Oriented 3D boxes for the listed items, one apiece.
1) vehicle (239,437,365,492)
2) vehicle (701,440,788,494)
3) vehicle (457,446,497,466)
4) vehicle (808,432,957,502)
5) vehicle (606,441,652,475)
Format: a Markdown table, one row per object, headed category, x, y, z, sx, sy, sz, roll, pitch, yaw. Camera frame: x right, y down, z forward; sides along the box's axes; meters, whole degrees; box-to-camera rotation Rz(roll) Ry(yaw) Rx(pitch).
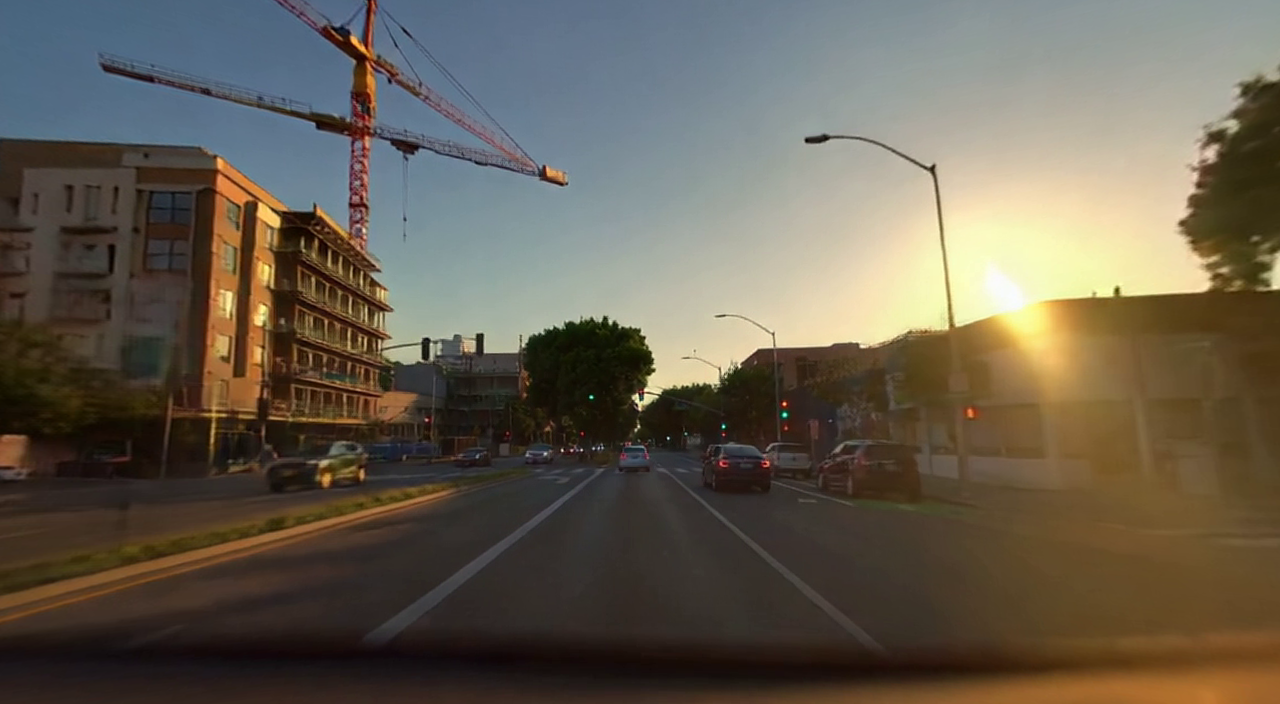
| category | x | y | z | sx | sy | sz | roll | pitch | yaw |
| --- | --- | --- | --- | --- | --- | --- | --- | --- | --- |
| vehicle | -11.912 | 3.980 | 22.732 | 1.975 | 1.714 | 4.638 | 0 | -8 | 0 |
| vehicle | 3.082 | 3.469 | 19.478 | 1.910 | 1.474 | 4.003 | 0 | -8 | -2 |
| vehicle | -12.715 | 8.103 | 49.500 | 1.943 | 1.473 | 4.463 | 0 | -8 | 1 |
| vehicle | 7.276 | 3.519 | 19.809 | 2.317 | 1.852 | 5.530 | 0 | -9 | -2 |
| vehicle | -0.519 | 4.962 | 29.697 | 2.006 | 1.487 | 3.535 | 0 | -8 | -1 |
